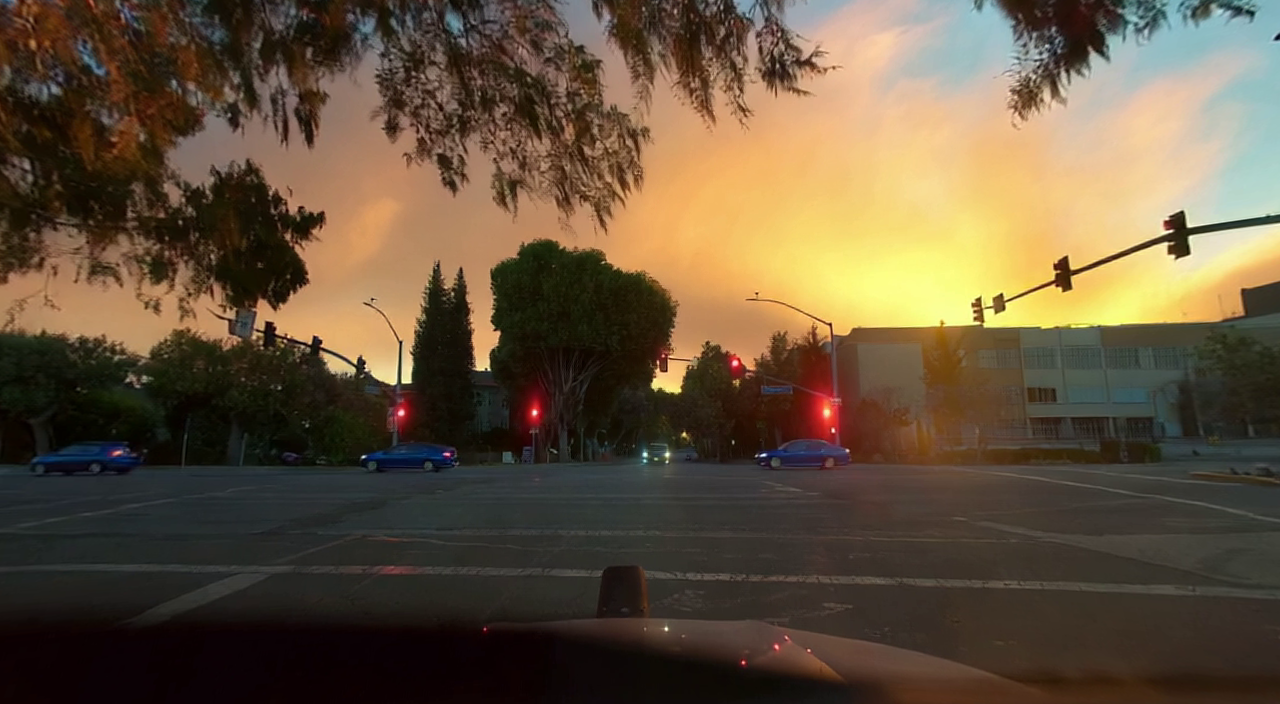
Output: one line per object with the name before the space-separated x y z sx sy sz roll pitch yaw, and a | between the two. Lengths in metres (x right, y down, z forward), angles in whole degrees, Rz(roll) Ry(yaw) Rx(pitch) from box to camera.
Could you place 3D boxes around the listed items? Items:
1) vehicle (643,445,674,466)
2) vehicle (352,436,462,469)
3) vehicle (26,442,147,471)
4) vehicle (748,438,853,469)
vehicle | 1.297 7.634 46.475 2.132 1.449 4.235 0 -9 0
vehicle | -11.600 5.035 31.546 4.735 1.588 1.877 0 -9 2
vehicle | -28.136 5.307 32.131 4.443 1.426 1.778 0 -9 0
vehicle | 7.790 4.961 30.953 4.681 1.465 1.820 0 -9 2
